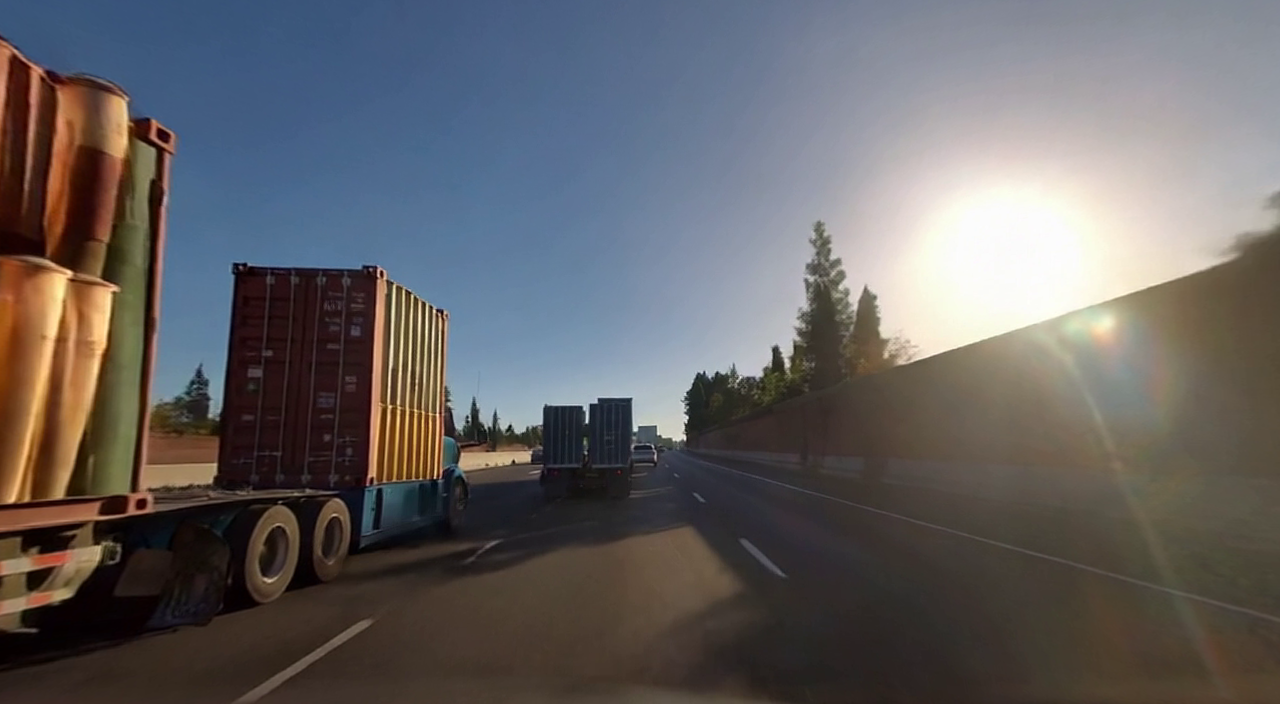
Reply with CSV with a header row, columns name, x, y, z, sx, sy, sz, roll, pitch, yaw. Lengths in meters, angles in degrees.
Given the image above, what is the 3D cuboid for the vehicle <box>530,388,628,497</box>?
name,x,y,z,sx,sy,sz,roll,pitch,yaw
vehicle,-2.232,3.208,22.366,2.798,3.071,8.412,1,-8,-7

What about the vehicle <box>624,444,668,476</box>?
name,x,y,z,sx,sy,sz,roll,pitch,yaw
vehicle,0.267,5.439,32.005,2.041,1.462,4.548,0,-8,0

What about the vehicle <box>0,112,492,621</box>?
name,x,y,z,sx,sy,sz,roll,pitch,yaw
vehicle,-4.110,0.431,7.806,2.998,3.992,5.800,0,-8,1
